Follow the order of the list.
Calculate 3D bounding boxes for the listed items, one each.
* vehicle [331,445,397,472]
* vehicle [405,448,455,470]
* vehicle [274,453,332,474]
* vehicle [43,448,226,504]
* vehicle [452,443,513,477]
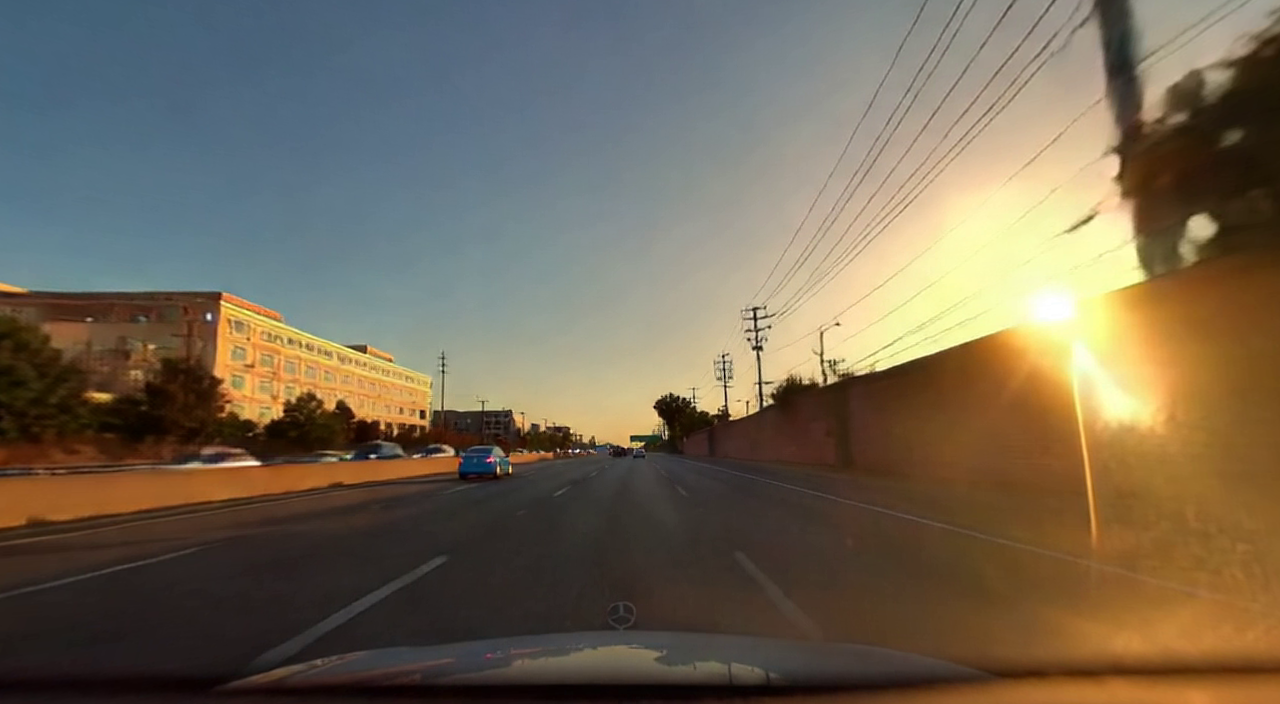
[{"bbox_3d":[-18.679,7.186,43.017,2.027,1.716,5.336,0,-8,0],"label":"vehicle"},{"bbox_3d":[-14.874,7.580,45.063,1.886,1.455,4.584,0,-8,1],"label":"vehicle"},{"bbox_3d":[-25.637,8.453,48.210,1.811,1.450,4.598,0,-8,1],"label":"vehicle"},{"bbox_3d":[-14.939,3.642,19.067,1.820,1.451,4.431,0,-8,0],"label":"vehicle"},{"bbox_3d":[-7.850,5.403,31.869,2.013,1.574,3.923,0,-8,0],"label":"vehicle"}]
